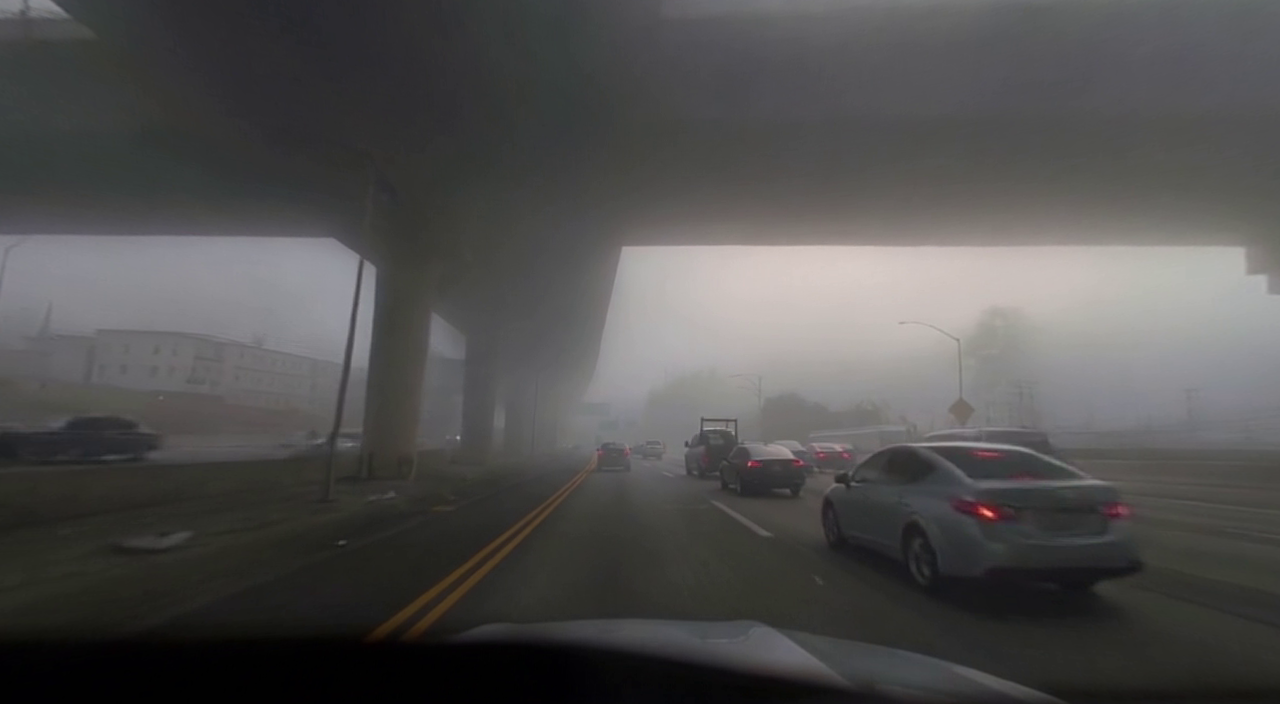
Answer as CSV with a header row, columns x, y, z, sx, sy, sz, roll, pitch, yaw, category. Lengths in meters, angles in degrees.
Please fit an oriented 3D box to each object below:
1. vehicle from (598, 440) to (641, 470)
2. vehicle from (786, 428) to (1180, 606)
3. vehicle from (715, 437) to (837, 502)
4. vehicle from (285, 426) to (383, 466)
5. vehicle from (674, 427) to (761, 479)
x,y,z,sx,sy,sz,roll,pitch,yaw,category
-1.160,5.720,35.398,2.266,1.549,3.978,0,-8,-2,vehicle
3.409,1.715,7.638,2.074,1.455,4.646,0,-8,-1,vehicle
3.477,3.103,17.276,2.048,1.497,4.952,0,-8,-2,vehicle
-12.582,3.924,26.359,2.045,1.499,4.501,0,-8,-3,vehicle
3.289,4.530,28.650,2.747,2.061,7.011,0,-8,-3,vehicle
